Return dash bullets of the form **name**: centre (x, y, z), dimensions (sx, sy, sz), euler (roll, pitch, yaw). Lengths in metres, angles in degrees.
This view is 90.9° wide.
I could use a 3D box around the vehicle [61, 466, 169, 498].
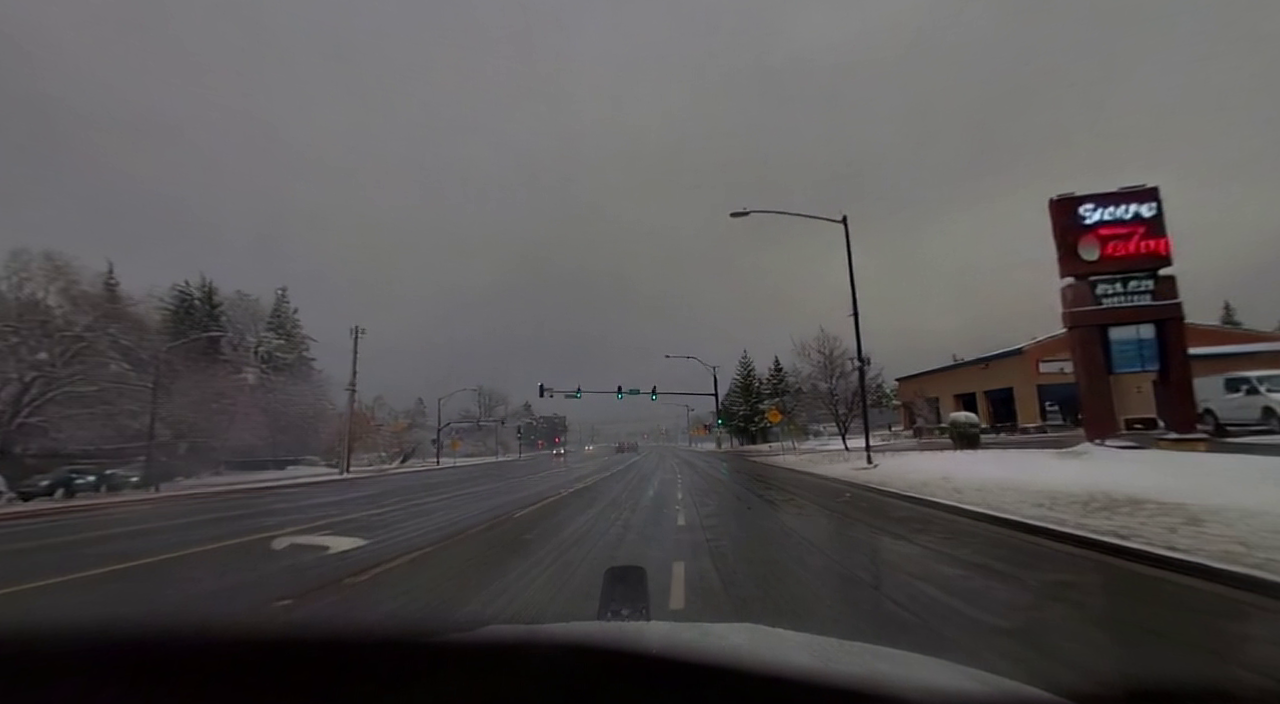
- **vehicle**: centre (-29.695, 7.331, 35.864), dimensions (1.906, 1.486, 4.617), euler (-1, -8, 5)
